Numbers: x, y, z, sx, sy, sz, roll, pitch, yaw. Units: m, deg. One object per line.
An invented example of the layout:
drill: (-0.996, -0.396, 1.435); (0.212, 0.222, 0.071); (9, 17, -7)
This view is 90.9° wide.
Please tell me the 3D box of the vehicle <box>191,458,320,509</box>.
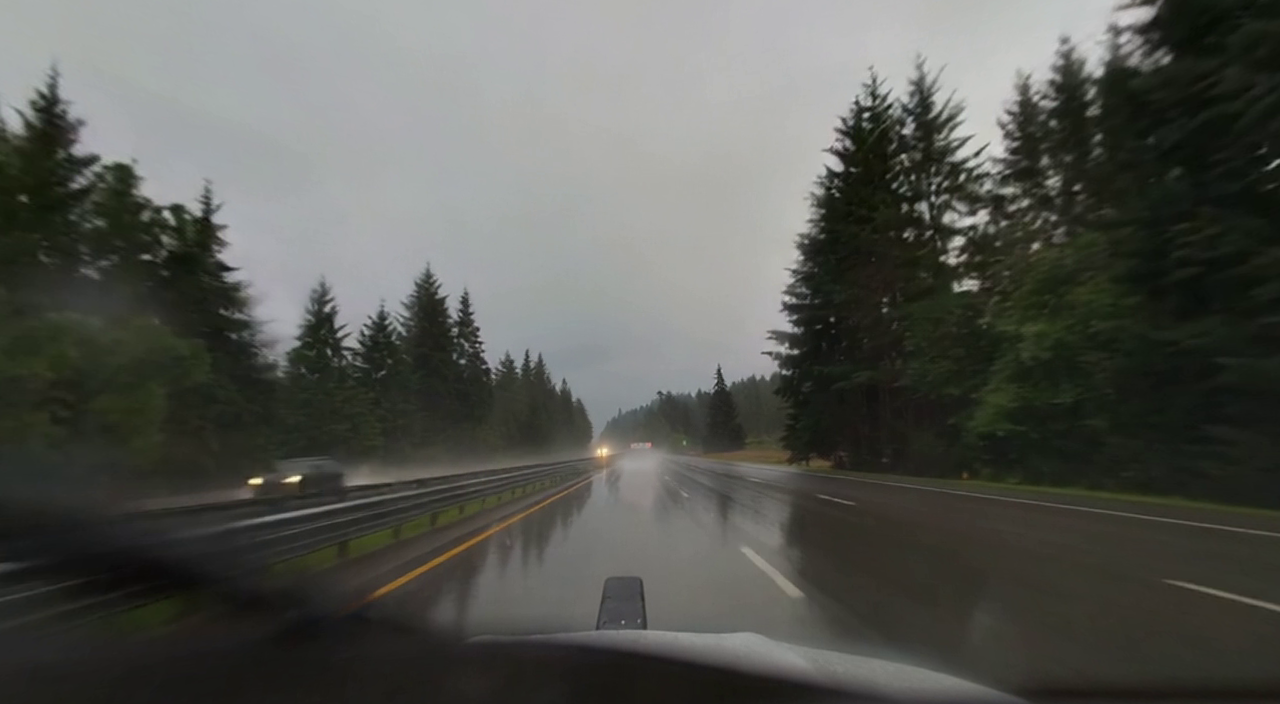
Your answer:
vehicle: (-12.156, 4.159, 20.250); (1.764, 1.404, 3.791); (0, -9, -1)
